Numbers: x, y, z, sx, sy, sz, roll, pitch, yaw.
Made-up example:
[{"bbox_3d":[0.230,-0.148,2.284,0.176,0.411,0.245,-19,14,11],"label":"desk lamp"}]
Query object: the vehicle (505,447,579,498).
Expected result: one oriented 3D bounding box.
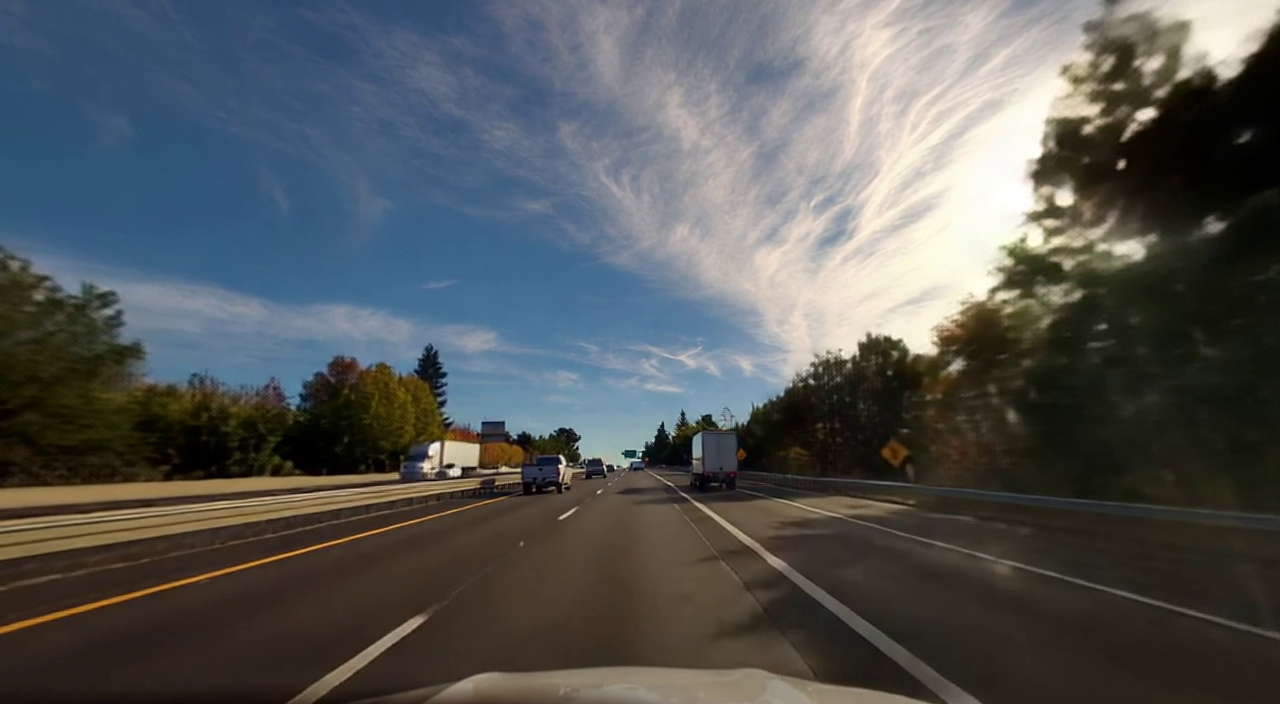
[{"bbox_3d":[-3.970,5.049,26.467,2.272,1.873,4.832,1,-10,0],"label":"vehicle"}]
